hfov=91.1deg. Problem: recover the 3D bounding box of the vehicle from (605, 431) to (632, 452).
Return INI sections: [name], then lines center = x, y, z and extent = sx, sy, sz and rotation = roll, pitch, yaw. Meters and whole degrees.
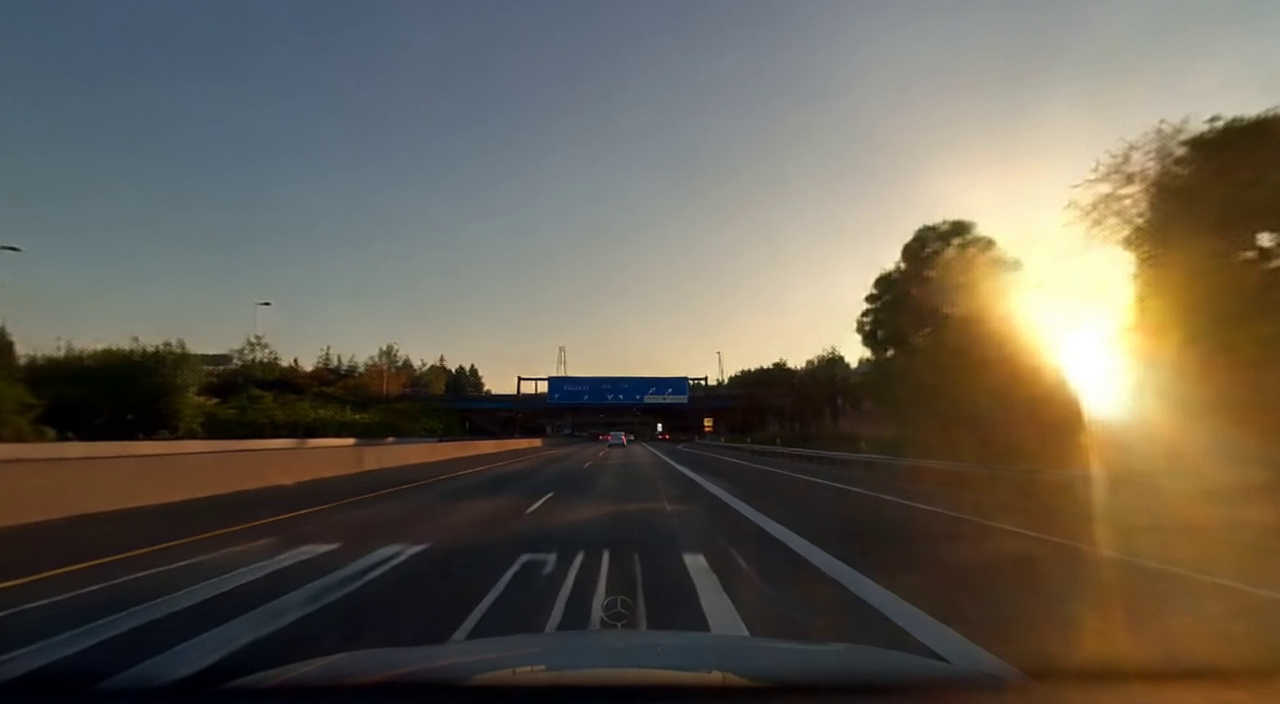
[vehicle]
center = -1.650, 6.924, 48.526
extent = 2.025, 1.519, 3.924
rotation = 0, -8, -2
